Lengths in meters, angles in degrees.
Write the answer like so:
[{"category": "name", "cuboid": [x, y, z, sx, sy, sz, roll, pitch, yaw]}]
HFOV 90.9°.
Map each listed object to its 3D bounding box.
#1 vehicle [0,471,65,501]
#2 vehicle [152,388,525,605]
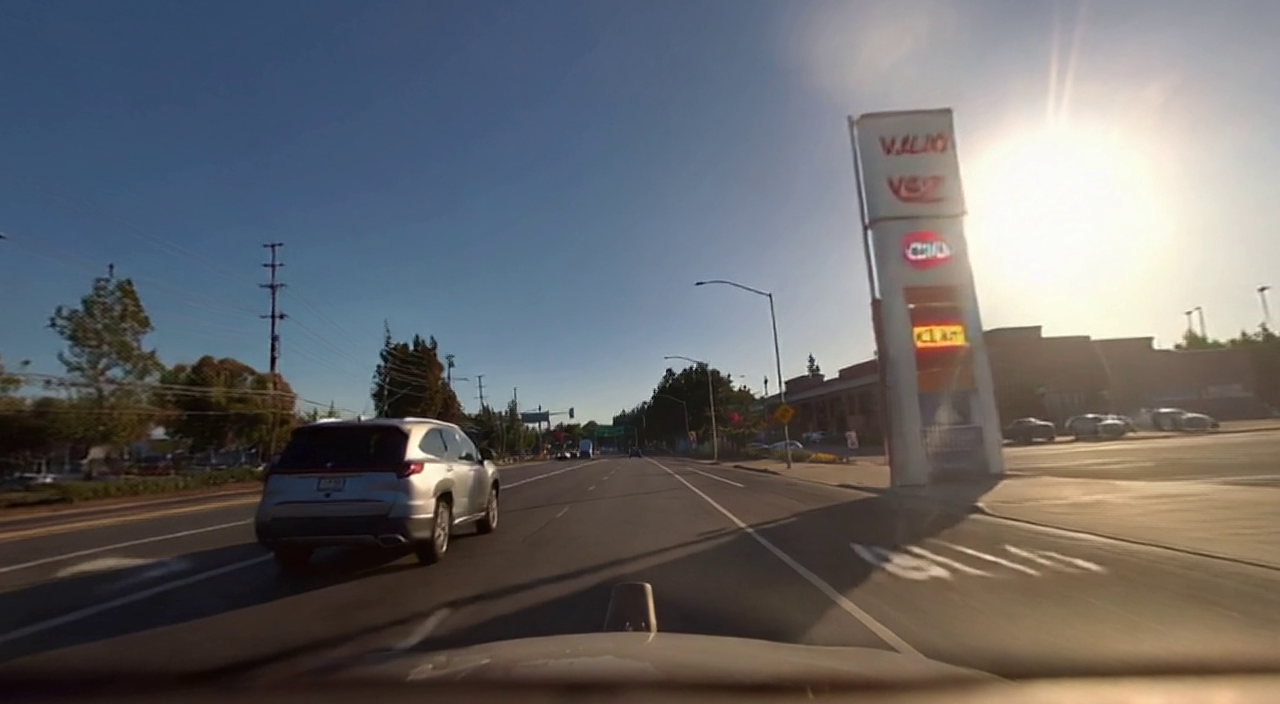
[{"category": "vehicle", "cuboid": [-44.354, 9.414, 44.414, 5.146, 1.938, 2.144, 2, -11, -5]}, {"category": "vehicle", "cuboid": [-3.034, 1.600, 7.859, 2.190, 1.844, 4.751, 0, -9, 1]}]
